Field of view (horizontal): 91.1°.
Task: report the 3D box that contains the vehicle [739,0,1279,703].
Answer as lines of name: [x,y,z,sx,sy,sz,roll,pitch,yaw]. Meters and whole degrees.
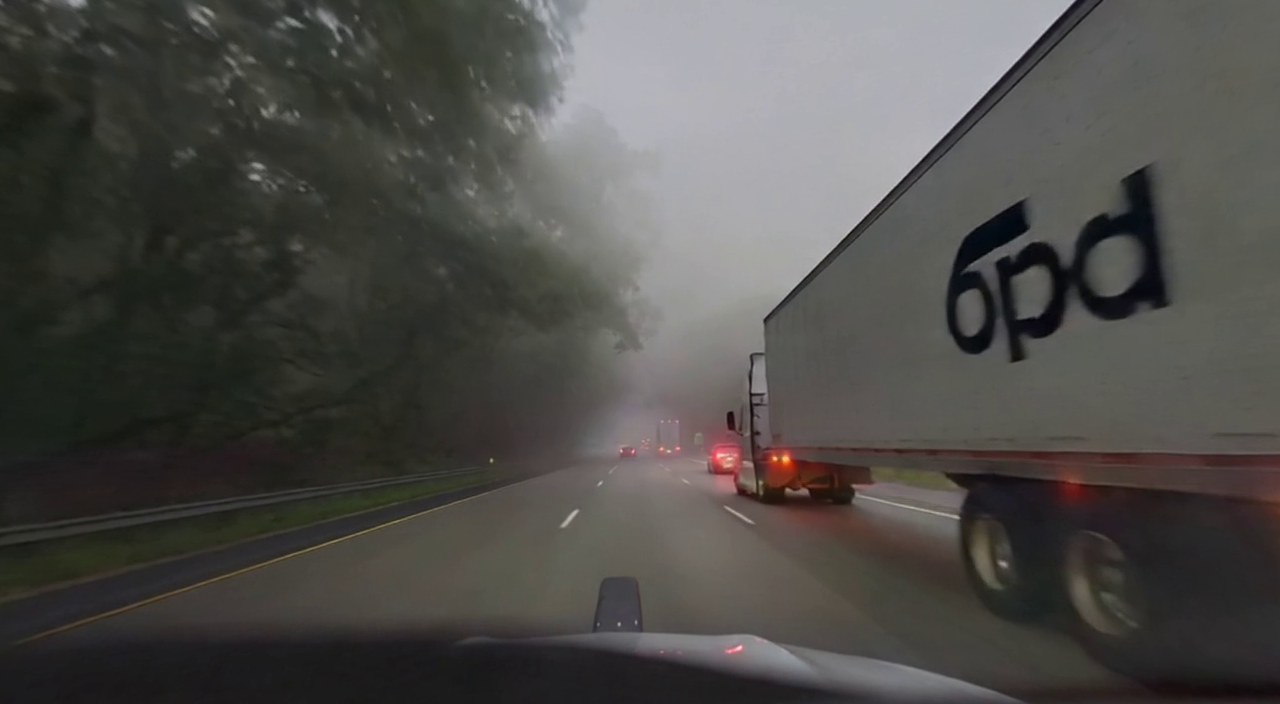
vehicle: [4.066,0.506,8.259,2.973,4.007,14.076,0,-9,-1]
